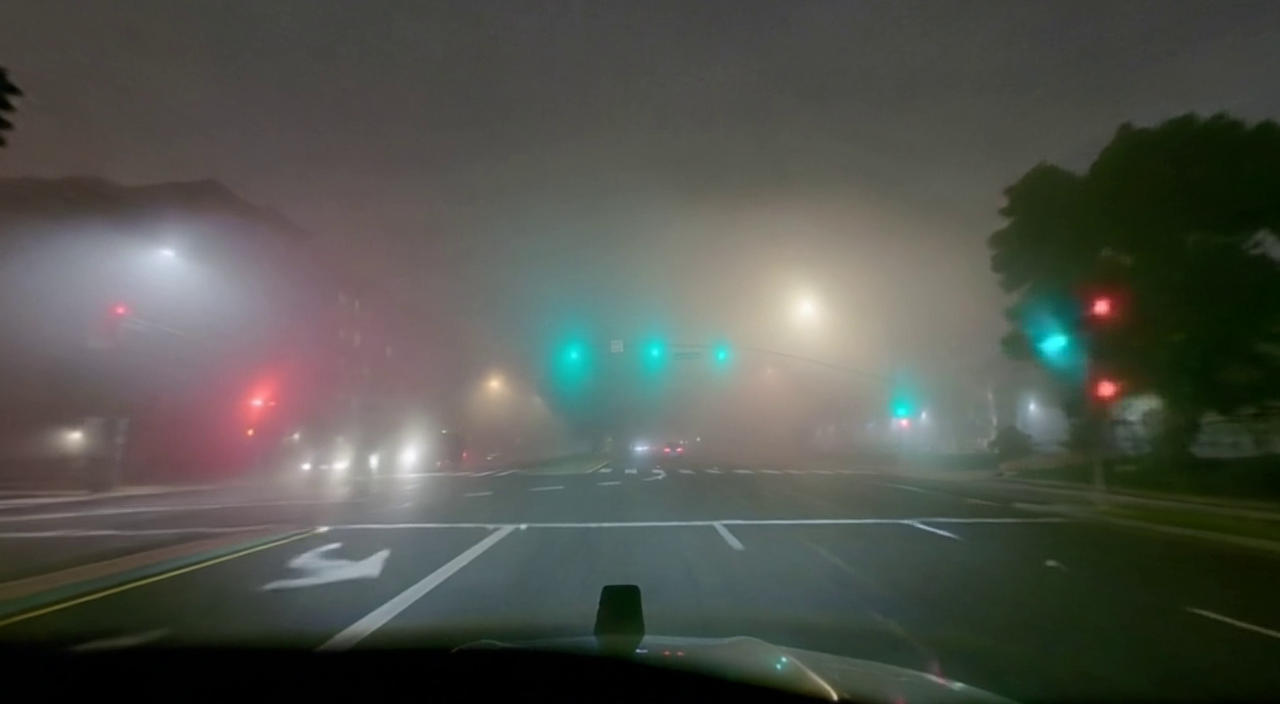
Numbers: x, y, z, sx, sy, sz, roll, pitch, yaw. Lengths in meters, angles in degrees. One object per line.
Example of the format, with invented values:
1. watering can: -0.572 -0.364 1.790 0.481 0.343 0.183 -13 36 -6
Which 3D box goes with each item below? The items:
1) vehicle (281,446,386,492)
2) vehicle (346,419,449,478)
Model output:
1. vehicle: -12.365 4.720 25.892 2.030 1.702 4.488 0 -9 0
2. vehicle: -15.685 6.398 42.007 3.028 3.424 9.908 0 -9 -1
